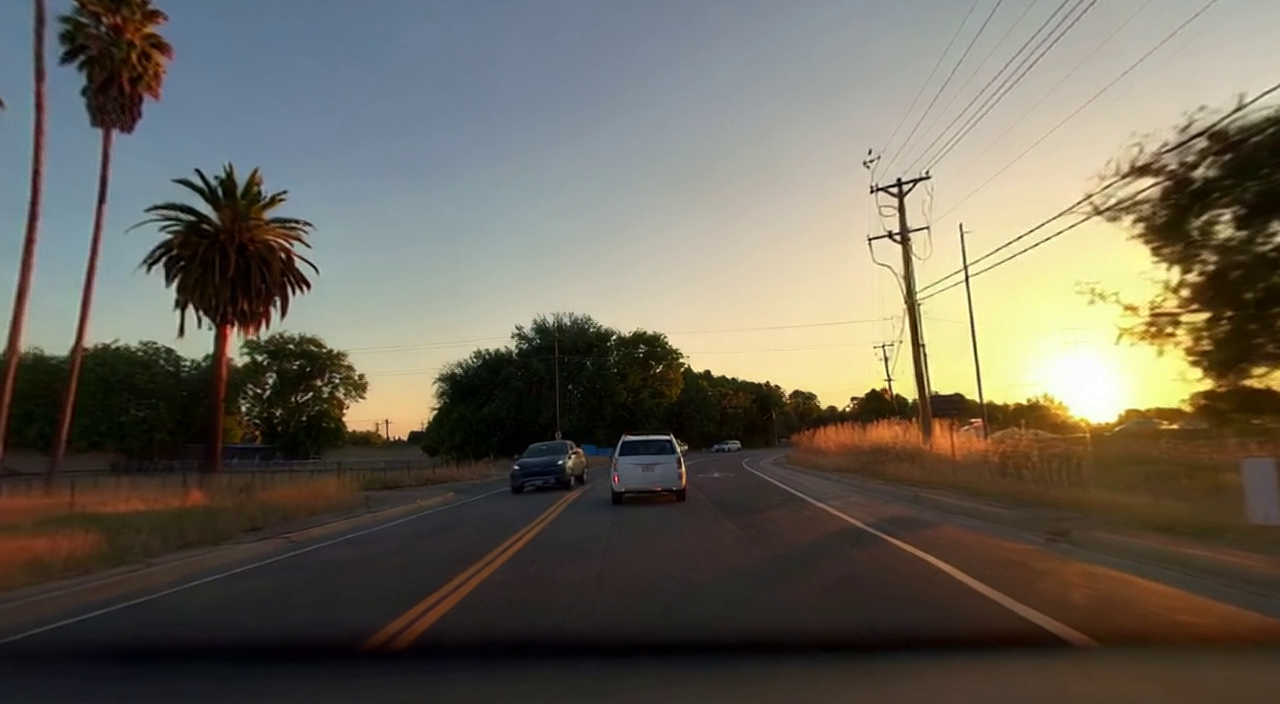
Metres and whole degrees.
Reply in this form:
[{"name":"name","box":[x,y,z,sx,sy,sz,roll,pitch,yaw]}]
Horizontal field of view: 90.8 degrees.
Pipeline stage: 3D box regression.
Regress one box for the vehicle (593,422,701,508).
[{"name":"vehicle","box":[0.135,2.811,16.098,2.364,1.859,4.538,0,-9,0]}]

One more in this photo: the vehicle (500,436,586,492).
[{"name":"vehicle","box":[-3.578,4.297,24.671,2.237,1.878,5.739,0,-9,2]}]
